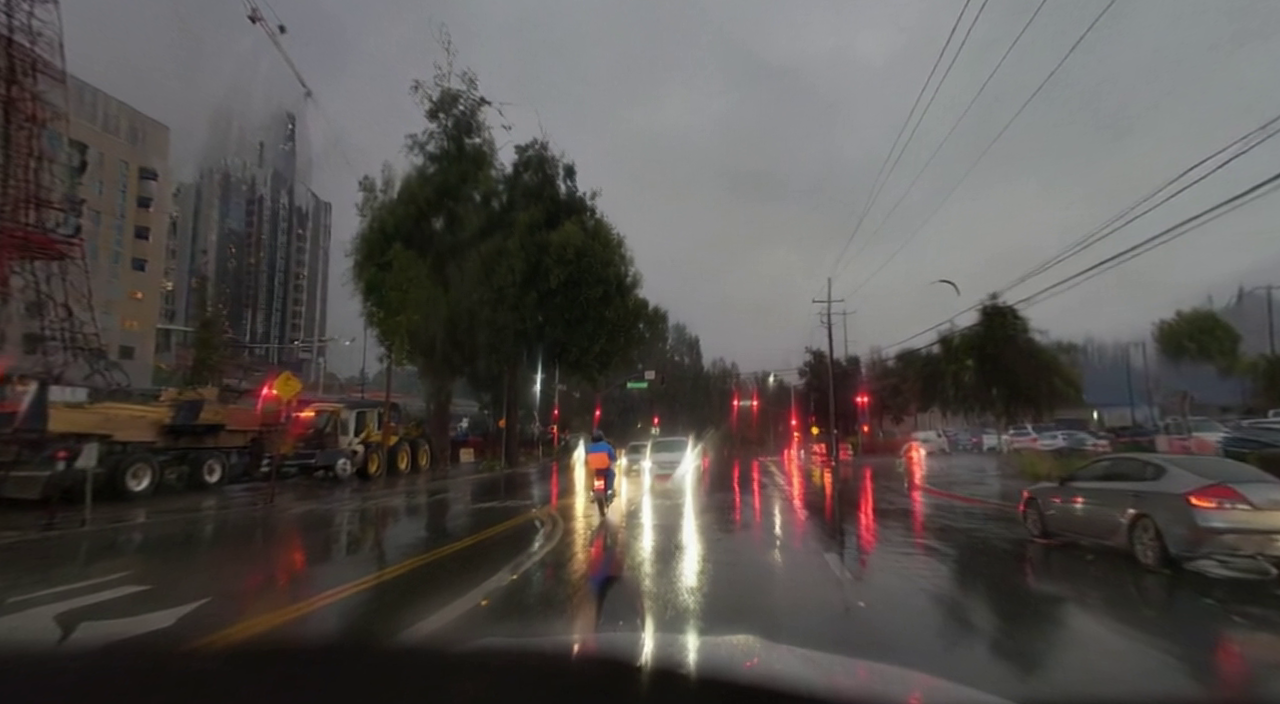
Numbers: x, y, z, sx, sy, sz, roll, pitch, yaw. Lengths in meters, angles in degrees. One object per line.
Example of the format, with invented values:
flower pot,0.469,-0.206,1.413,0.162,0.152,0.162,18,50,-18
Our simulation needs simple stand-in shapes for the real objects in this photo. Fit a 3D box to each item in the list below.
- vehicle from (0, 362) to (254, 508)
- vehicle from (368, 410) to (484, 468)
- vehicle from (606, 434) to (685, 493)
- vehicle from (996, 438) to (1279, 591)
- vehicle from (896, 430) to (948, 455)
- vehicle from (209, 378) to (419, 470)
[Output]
vehicle,-15.072,2.291,17.011,2.990,3.144,9.080,-1,-8,5
vehicle,-12.905,5.193,39.585,2.970,2.938,11.622,-3,-5,2
vehicle,0.275,3.405,19.621,1.925,1.602,4.090,-1,-8,8
vehicle,6.837,1.893,8.351,1.973,1.457,4.522,-1,-8,6
vehicle,20.105,6.498,45.271,1.918,1.732,4.650,-1,-8,5
vehicle,-13.761,3.360,28.239,2.996,3.170,10.153,-5,-9,7
